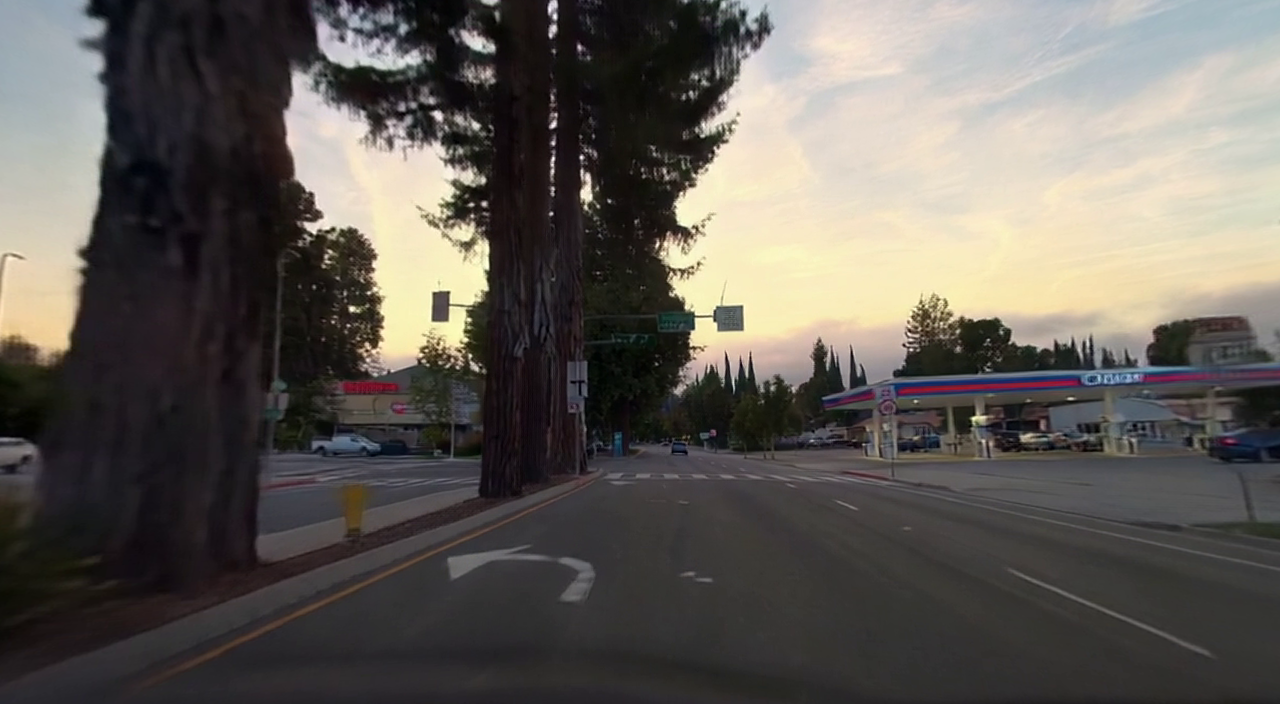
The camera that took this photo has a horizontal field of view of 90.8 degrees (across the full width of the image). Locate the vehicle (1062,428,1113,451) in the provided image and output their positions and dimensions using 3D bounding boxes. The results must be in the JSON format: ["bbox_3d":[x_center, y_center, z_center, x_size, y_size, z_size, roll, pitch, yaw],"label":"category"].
[{"bbox_3d":[32.823,6.405,46.269,4.355,1.561,2.103,8,-10,-43],"label":"vehicle"}]

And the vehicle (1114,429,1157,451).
[{"bbox_3d":[34.702,6.169,44.218,3.931,1.422,1.771,8,-12,-44],"label":"vehicle"}]

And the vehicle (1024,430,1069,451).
[{"bbox_3d":[31.147,6.805,48.362,4.406,1.480,1.815,8,-12,-44],"label":"vehicle"}]

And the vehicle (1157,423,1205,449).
[{"bbox_3d":[36.801,5.758,42.955,3.928,1.684,1.912,8,-12,-43],"label":"vehicle"}]
